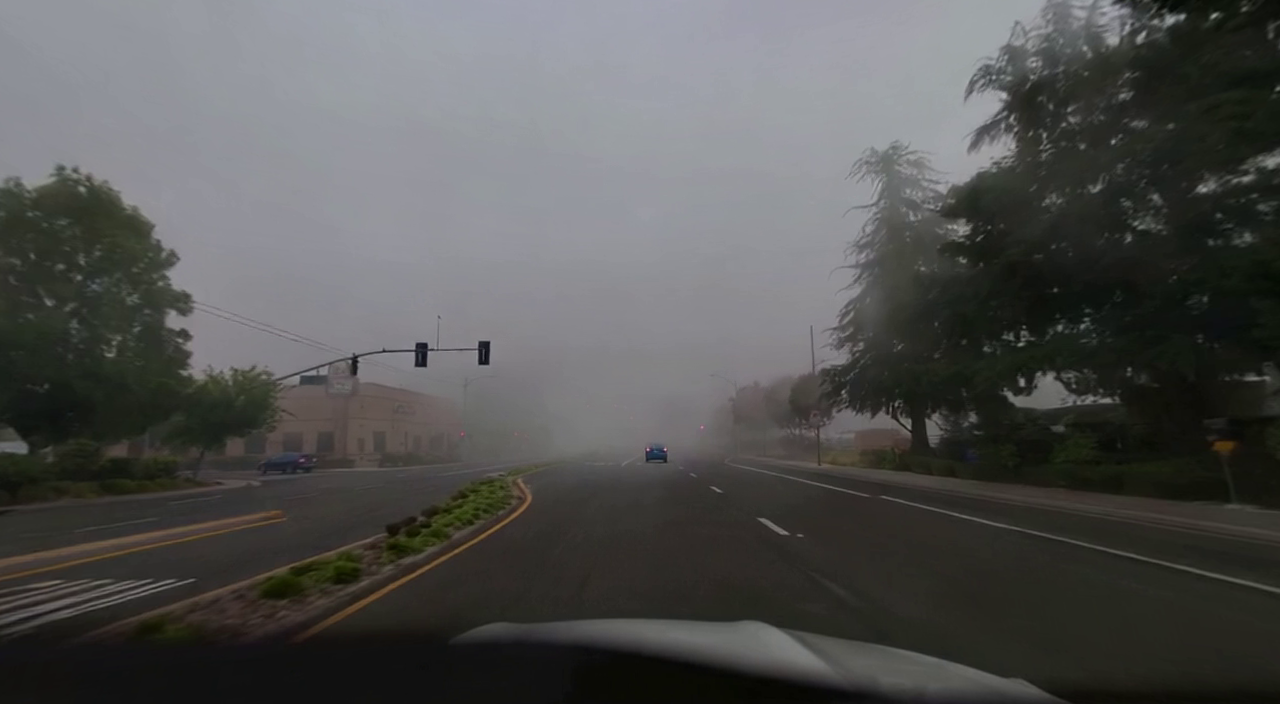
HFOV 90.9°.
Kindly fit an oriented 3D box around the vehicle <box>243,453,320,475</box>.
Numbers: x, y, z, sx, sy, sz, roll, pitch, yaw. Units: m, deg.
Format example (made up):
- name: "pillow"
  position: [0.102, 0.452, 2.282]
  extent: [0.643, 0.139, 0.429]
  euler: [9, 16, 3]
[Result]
- name: "vehicle"
  position: [-25.920, 8.080, 45.680]
  extent: [4.438, 1.440, 1.782]
  euler: [2, -9, -13]
